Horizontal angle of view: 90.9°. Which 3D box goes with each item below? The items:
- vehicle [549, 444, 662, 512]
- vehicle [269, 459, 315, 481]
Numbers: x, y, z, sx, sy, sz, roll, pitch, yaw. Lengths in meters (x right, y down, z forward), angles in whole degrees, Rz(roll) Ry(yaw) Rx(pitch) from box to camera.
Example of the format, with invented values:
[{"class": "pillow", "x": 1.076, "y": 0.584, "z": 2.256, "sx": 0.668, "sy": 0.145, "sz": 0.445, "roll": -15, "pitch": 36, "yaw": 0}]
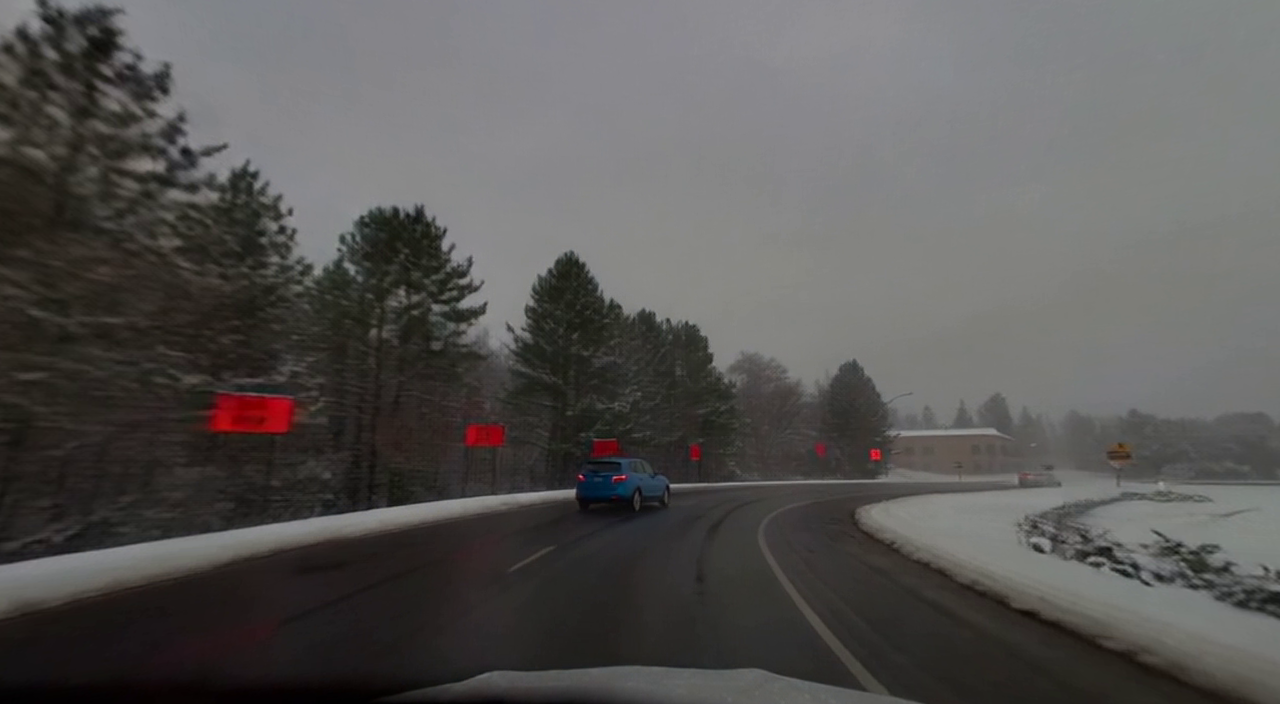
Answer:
[{"class": "vehicle", "x": -0.841, "y": 3.653, "z": 18.533, "sx": 1.997, "sy": 1.692, "sz": 4.422, "roll": -2, "pitch": -11, "yaw": 15}, {"class": "vehicle", "x": -24.028, "y": 8.159, "z": 43.641, "sx": 1.758, "sy": 1.470, "sz": 3.823, "roll": 3, "pitch": -11, "yaw": -13}]
